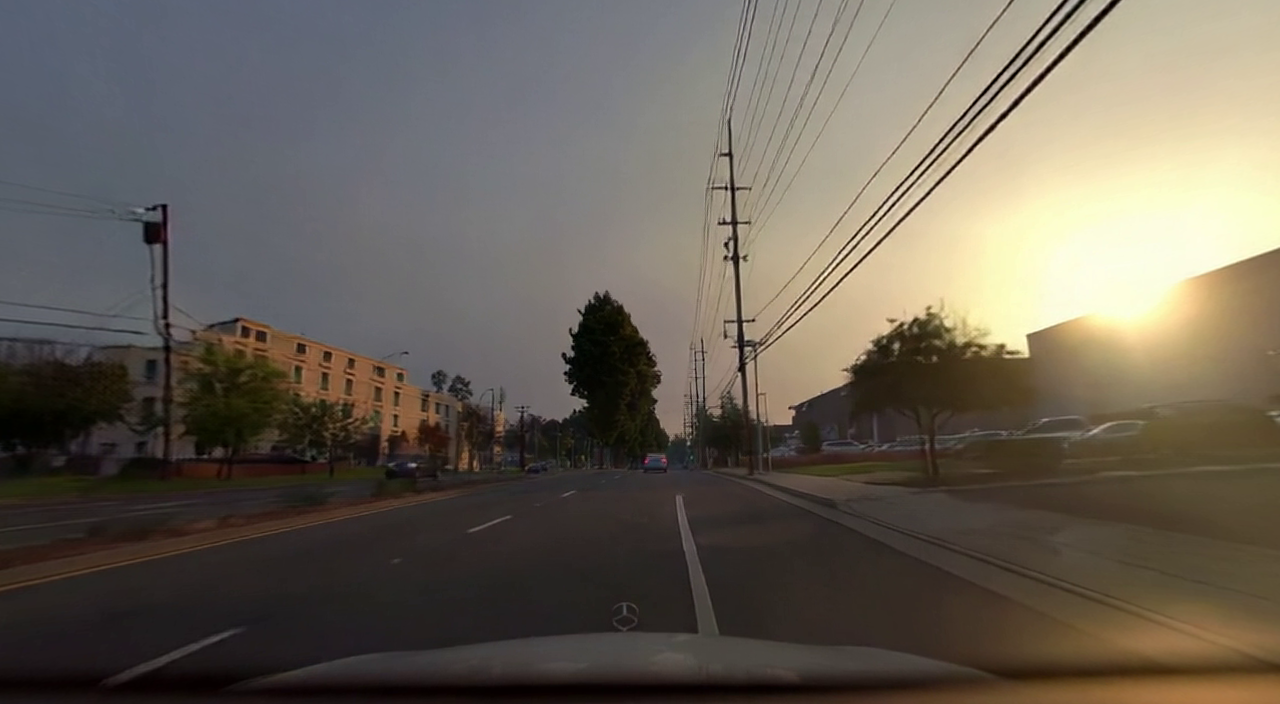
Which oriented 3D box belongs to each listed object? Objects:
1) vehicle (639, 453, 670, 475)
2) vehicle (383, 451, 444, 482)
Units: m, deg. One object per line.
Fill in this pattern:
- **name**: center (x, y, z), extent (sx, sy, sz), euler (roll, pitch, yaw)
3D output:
- **vehicle**: center (1.094, 8.209, 46.299), extent (2.114, 1.492, 4.453), euler (-1, -8, 2)
- **vehicle**: center (-13.508, 6.833, 37.835), extent (1.942, 1.710, 4.167), euler (-1, -8, 3)
